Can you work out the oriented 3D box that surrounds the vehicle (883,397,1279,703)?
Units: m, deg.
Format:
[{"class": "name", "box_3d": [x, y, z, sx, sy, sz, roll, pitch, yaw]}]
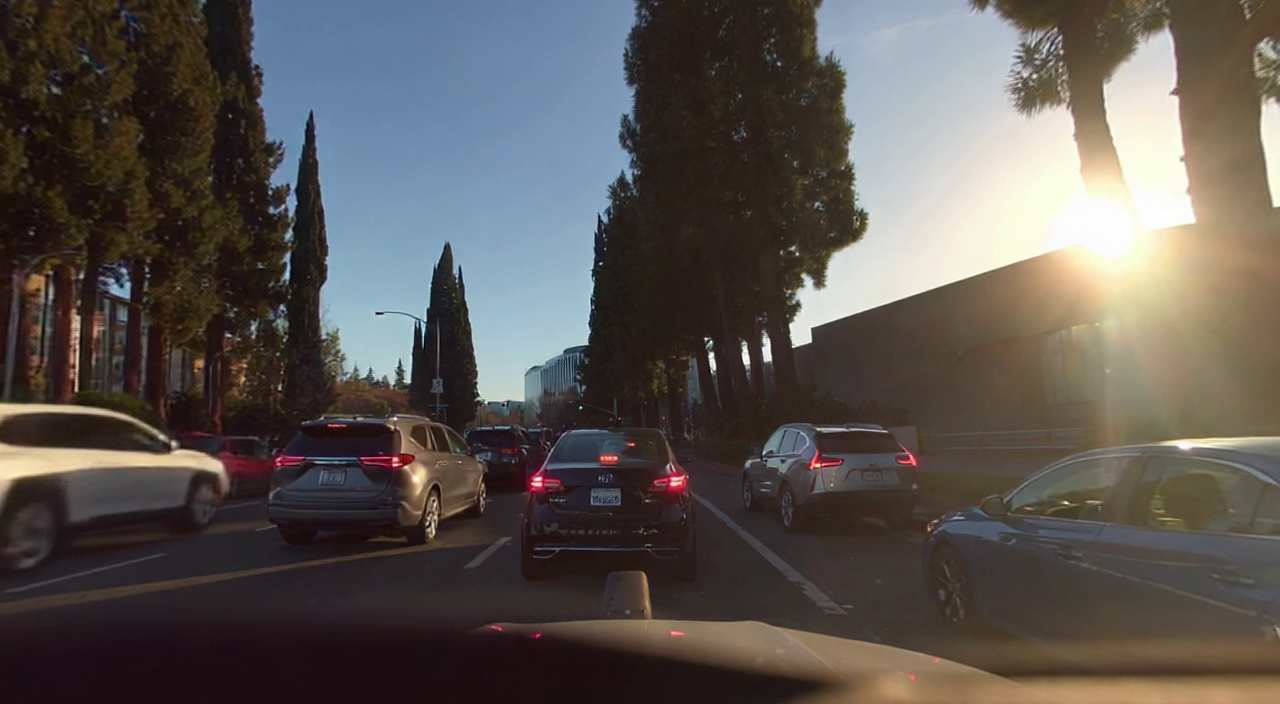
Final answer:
[{"class": "vehicle", "box_3d": [3.237, 1.071, 3.377, 2.045, 1.459, 4.462, 0, -8, -1]}]

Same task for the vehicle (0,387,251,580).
[{"class": "vehicle", "box_3d": [-7.104, 1.427, 7.186, 2.066, 1.814, 5.097, 0, -8, 0]}]

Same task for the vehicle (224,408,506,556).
[{"class": "vehicle", "box_3d": [-3.767, 1.887, 9.888, 2.141, 1.718, 4.809, 0, -8, 1]}]

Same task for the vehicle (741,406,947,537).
[{"class": "vehicle", "box_3d": [3.335, 2.085, 11.538, 2.117, 1.879, 4.715, 0, -8, -1]}]

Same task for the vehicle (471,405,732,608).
[{"class": "vehicle", "box_3d": [-0.357, 1.588, 7.425, 2.114, 1.631, 4.459, 0, -8, -1]}]
